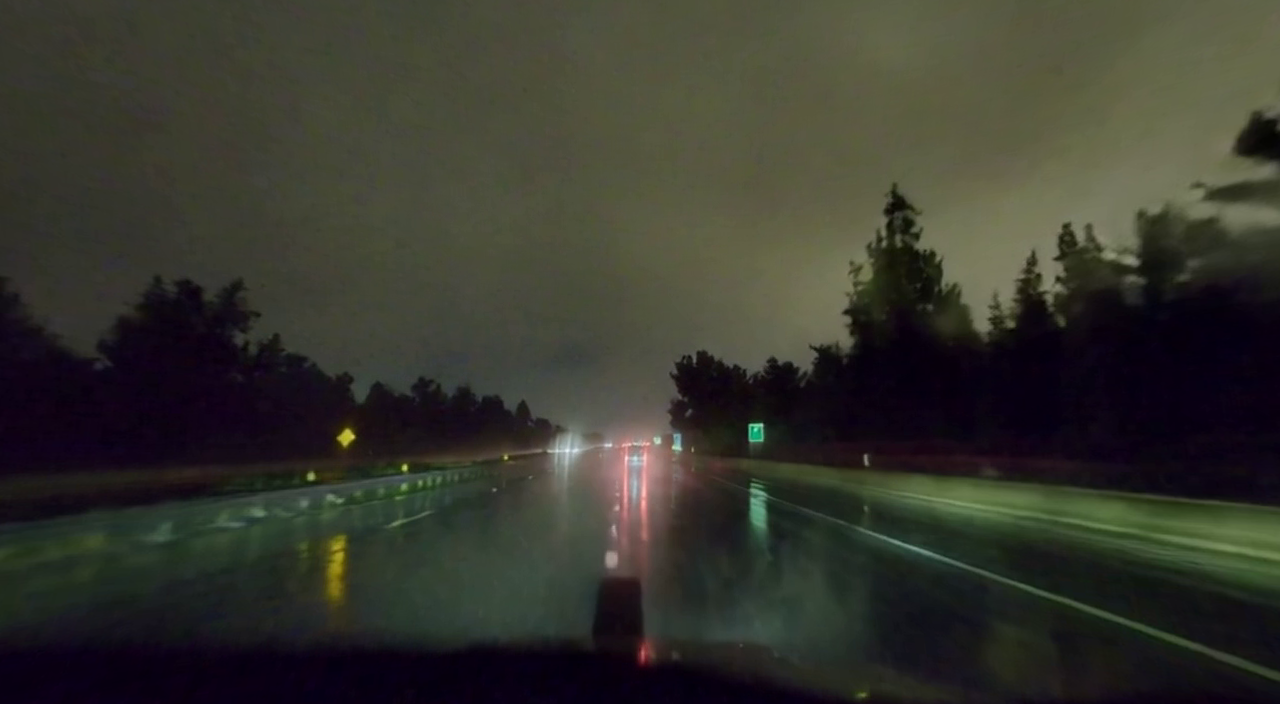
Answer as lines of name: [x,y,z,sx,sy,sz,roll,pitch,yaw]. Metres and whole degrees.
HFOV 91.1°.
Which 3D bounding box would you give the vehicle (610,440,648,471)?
vehicle: [-0.618,6.137,37.488,2.120,1.715,4.153,0,-9,0]
